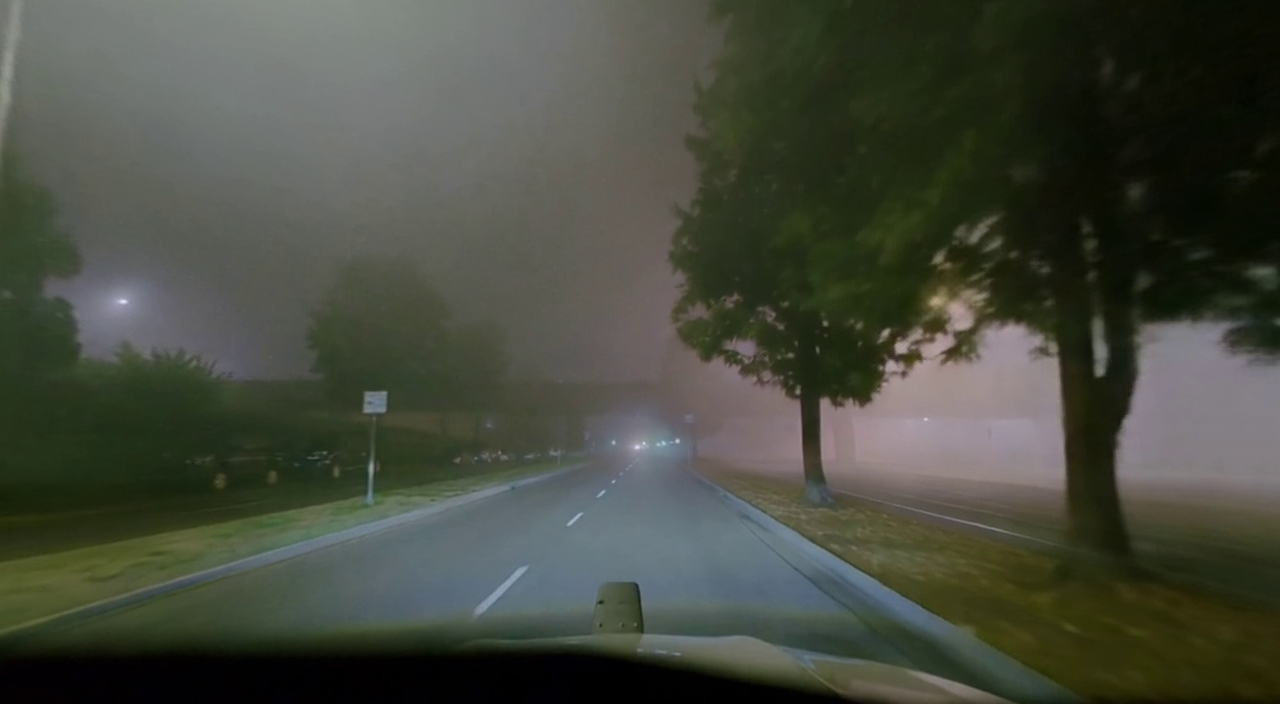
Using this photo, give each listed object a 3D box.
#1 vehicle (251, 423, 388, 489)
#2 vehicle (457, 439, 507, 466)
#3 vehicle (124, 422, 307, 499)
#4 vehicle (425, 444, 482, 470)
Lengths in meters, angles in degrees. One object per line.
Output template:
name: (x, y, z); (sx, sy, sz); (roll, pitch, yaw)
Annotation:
vehicle: (-13.094, 4.310, 26.534); (2.307, 2.349, 6.335); (2, -8, 1)
vehicle: (-12.169, 7.758, 48.949); (2.064, 1.809, 5.545); (3, -8, 3)
vehicle: (-13.073, 3.393, 20.051); (2.136, 2.016, 5.354); (2, -9, -2)
vehicle: (-12.600, 7.110, 43.015); (2.156, 1.489, 4.758); (5, -8, 2)
